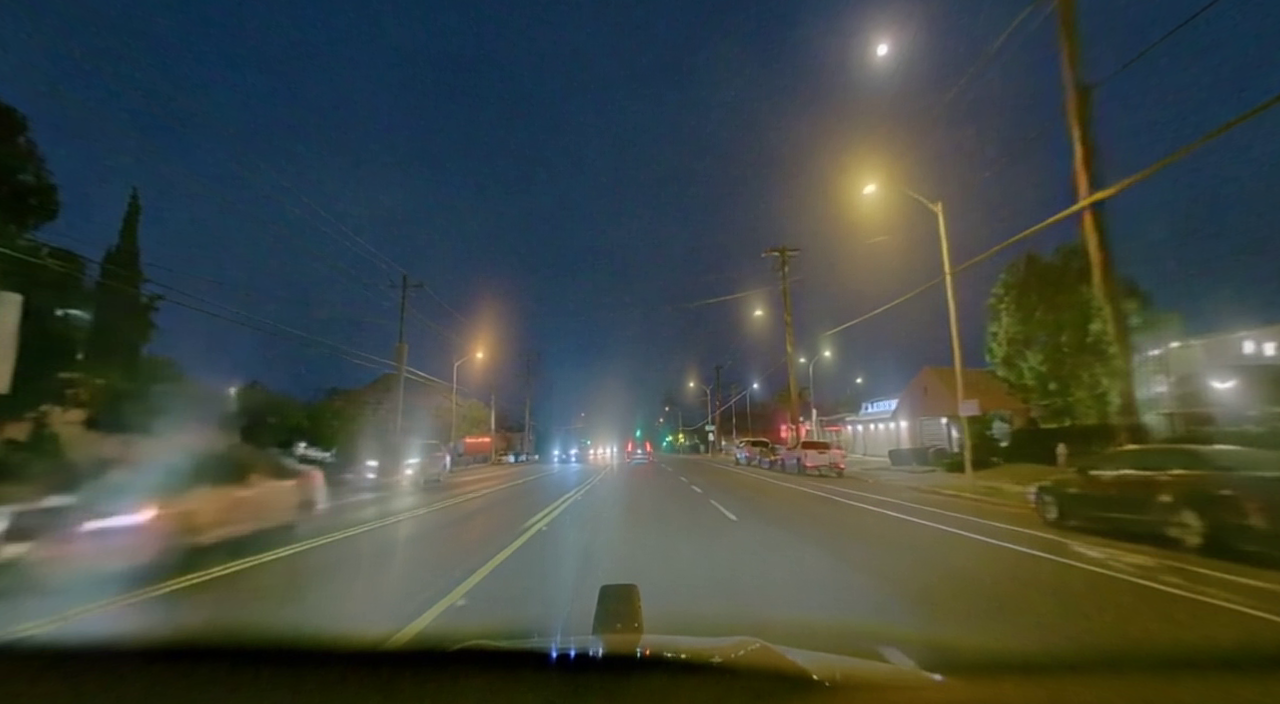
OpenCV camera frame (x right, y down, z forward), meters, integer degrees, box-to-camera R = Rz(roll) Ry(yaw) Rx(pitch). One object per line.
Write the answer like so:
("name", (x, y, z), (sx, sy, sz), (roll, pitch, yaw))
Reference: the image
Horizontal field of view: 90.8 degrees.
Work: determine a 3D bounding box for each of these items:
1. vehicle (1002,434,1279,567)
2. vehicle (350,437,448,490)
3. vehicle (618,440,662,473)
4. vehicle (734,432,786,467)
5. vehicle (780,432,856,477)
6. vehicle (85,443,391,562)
("vehicle", (7.861, 2.019, 9.558), (1.936, 1.479, 4.736), (-1, -8, 0))
("vehicle", (-9.553, 4.430, 25.528), (2.048, 1.890, 4.780), (-1, -8, 0))
("vehicle", (-0.008, 5.265, 32.105), (2.067, 1.547, 4.513), (-1, -8, 0))
("vehicle", (7.666, 6.325, 40.960), (2.257, 2.072, 5.376), (-1, -8, -1))
("vehicle", (7.924, 4.598, 28.568), (2.026, 1.851, 4.360), (-1, -8, -2))
("vehicle", (-6.103, 2.284, 10.509), (1.992, 1.476, 4.682), (-1, -8, 1))
